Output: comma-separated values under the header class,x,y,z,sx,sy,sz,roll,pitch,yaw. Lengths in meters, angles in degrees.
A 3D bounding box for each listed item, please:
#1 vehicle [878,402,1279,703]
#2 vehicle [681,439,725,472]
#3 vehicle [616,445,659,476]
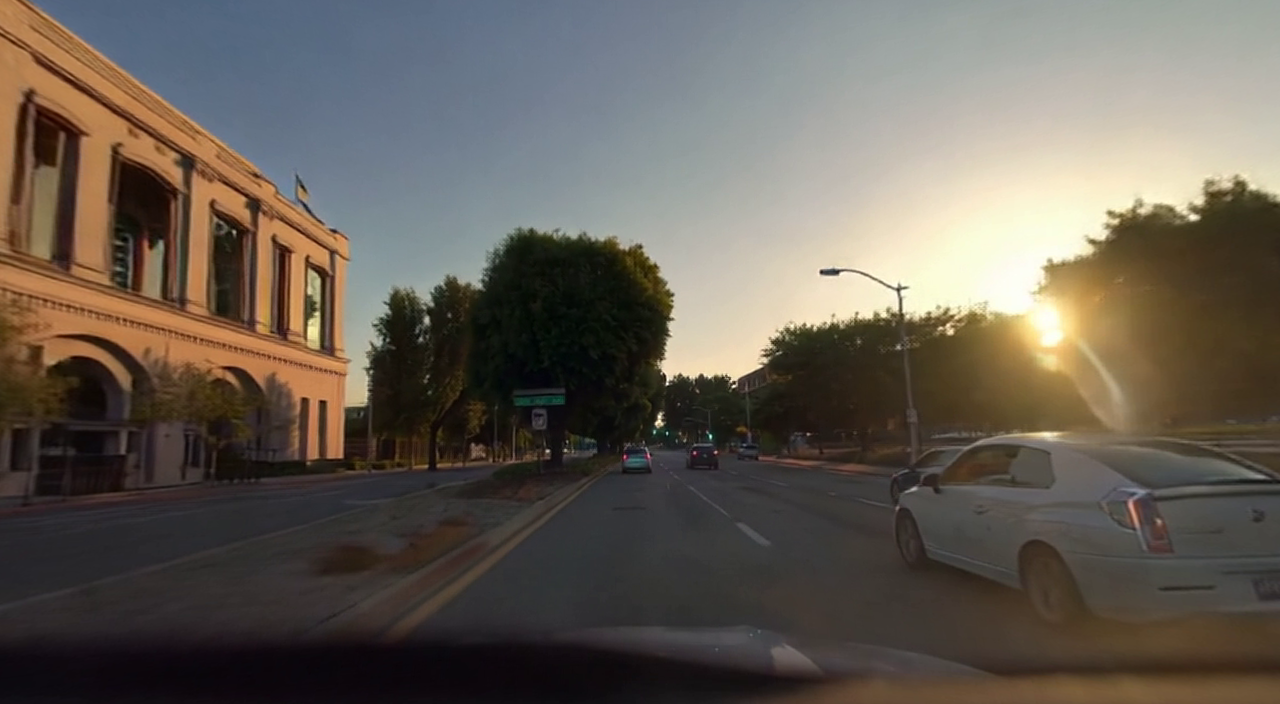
class,x,y,z,sx,sy,sz,roll,pitch,yaw
vehicle,3.628,1.300,4.996,1.937,1.538,3.832,0,-9,-1
vehicle,3.584,5.962,36.539,2.036,1.757,4.300,0,-9,-1
vehicle,-0.162,5.535,32.489,2.054,1.446,3.969,0,-9,-1
